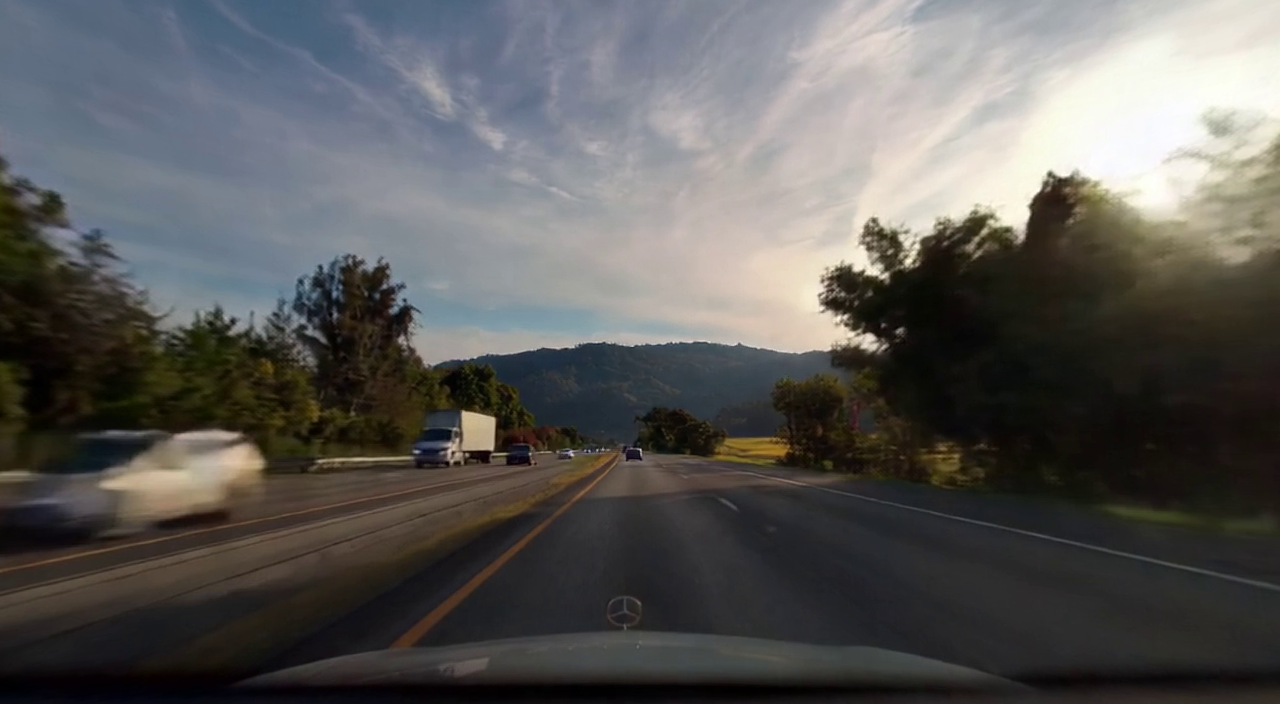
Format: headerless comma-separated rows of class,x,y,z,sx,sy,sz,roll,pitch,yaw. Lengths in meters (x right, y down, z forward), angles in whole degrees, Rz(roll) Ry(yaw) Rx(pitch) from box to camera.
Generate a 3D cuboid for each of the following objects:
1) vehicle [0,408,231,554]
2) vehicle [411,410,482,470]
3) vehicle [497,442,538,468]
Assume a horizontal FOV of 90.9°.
vehicle,-8.782,1.858,9.529,2.167,1.729,4.445,0,-9,0
vehicle,-13.047,6.061,43.061,3.023,3.837,5.876,0,-9,-1
vehicle,-8.620,7.262,44.606,2.060,1.750,4.253,0,-9,-1
